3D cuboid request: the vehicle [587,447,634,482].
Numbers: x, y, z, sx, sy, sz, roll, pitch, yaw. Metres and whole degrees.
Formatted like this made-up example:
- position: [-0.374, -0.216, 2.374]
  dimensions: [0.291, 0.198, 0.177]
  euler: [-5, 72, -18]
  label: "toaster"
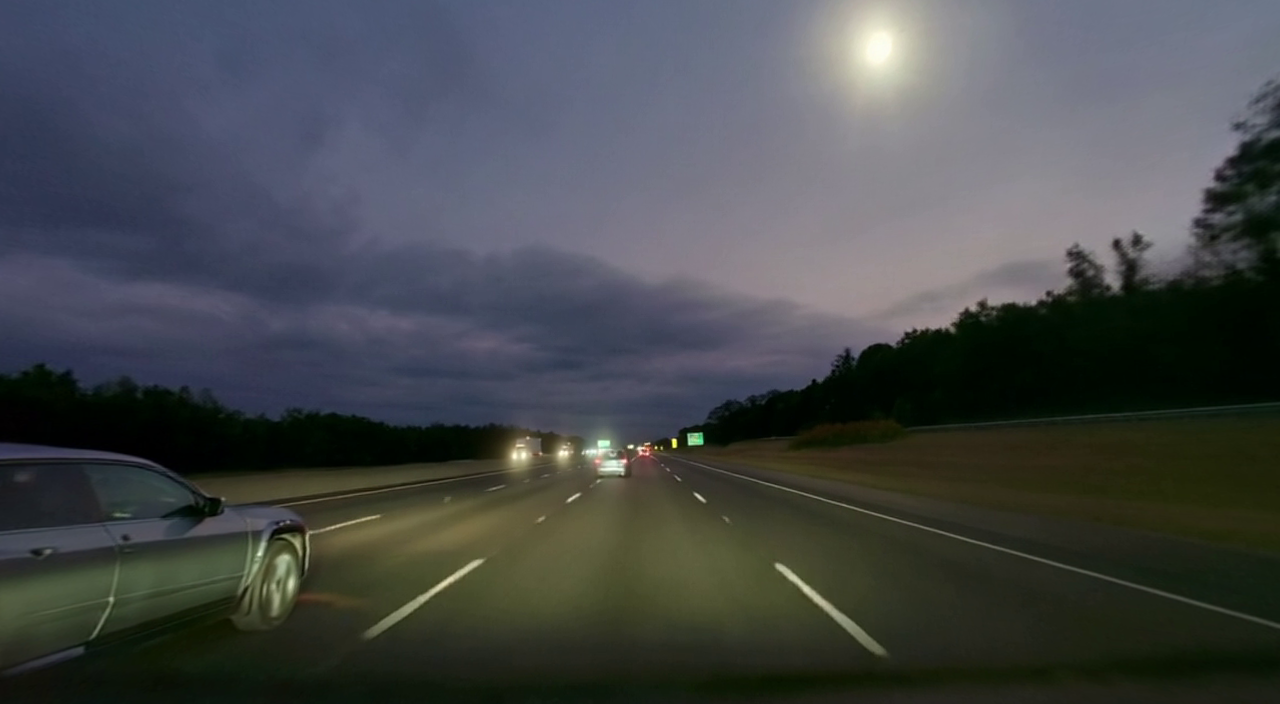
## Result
- position: [-1.303, 5.250, 29.584]
  dimensions: [1.908, 1.515, 3.871]
  euler: [0, -9, 1]
  label: "vehicle"
